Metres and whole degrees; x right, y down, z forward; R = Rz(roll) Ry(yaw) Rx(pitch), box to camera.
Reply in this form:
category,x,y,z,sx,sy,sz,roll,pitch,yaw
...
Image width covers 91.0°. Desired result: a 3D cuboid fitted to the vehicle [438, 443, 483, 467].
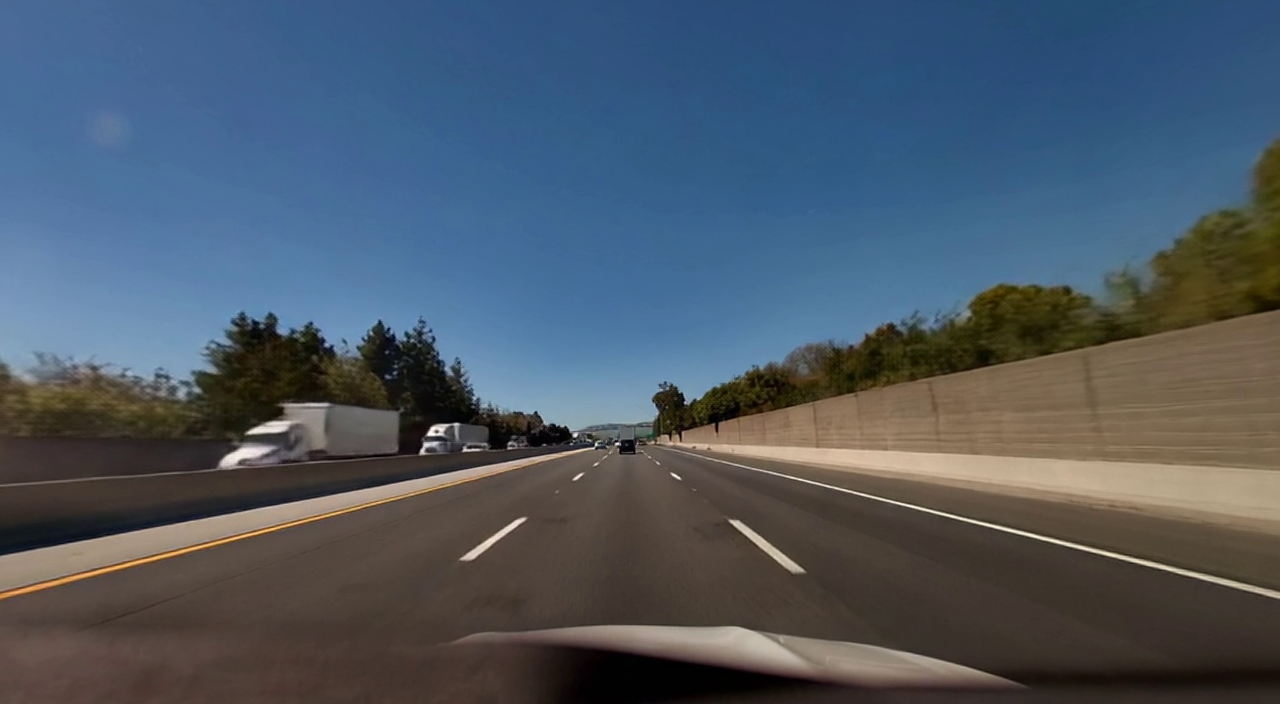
category,x,y,z,sx,sy,sz,roll,pitch,yaw
vehicle,-12.255,7.036,43.186,1.875,1.470,4.357,0,-8,-1

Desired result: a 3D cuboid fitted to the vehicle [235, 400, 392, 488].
category,x,y,z,sx,sy,sz,roll,pitch,yaw
vehicle,-16.129,4.673,32.314,2.970,3.779,9.719,0,-8,-1
